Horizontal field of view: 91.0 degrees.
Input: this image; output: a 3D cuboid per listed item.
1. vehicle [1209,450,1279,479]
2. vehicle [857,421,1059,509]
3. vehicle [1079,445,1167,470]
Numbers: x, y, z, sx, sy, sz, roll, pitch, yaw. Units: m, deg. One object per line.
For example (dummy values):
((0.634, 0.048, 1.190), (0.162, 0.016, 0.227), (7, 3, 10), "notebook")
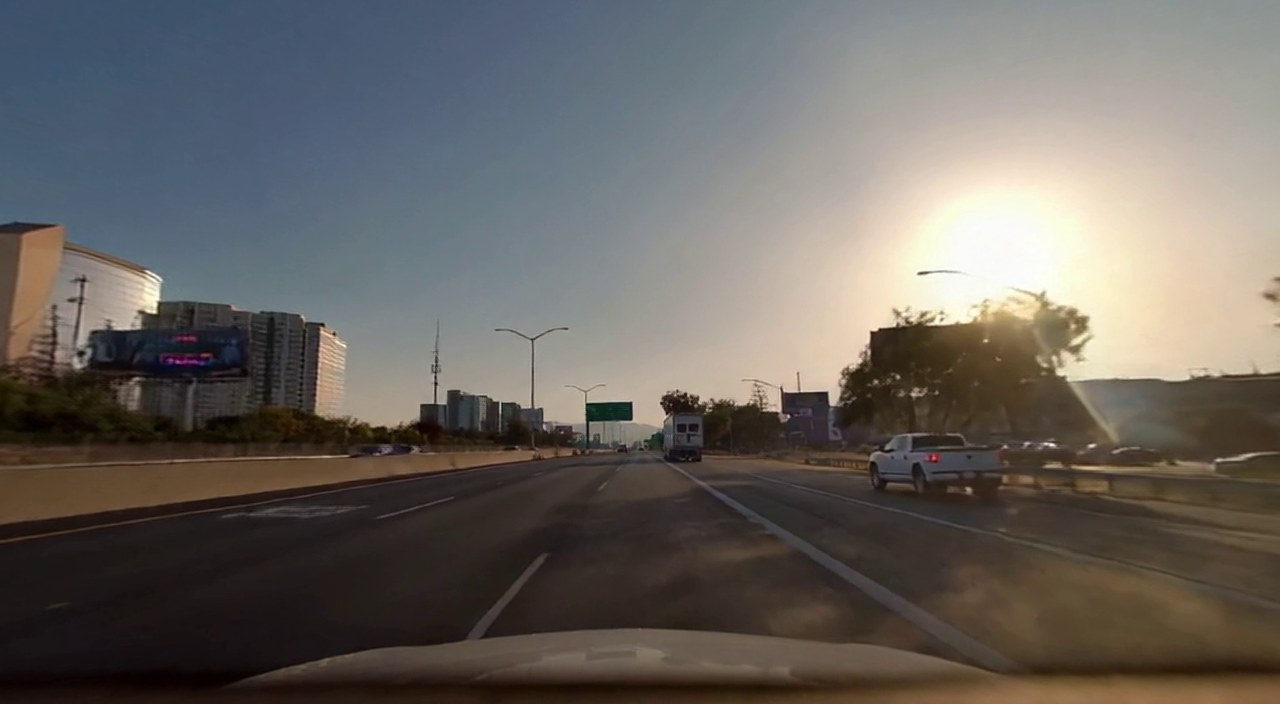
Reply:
((36.122, 6.499, 36.550), (4.238, 1.479, 1.822), (-2, -8, 1), "vehicle")
((8.111, 2.966, 16.914), (2.544, 1.947, 5.288), (0, -9, -1), "vehicle")
((35.827, 7.853, 46.774), (4.887, 1.728, 1.965), (1, -9, -2), "vehicle")
